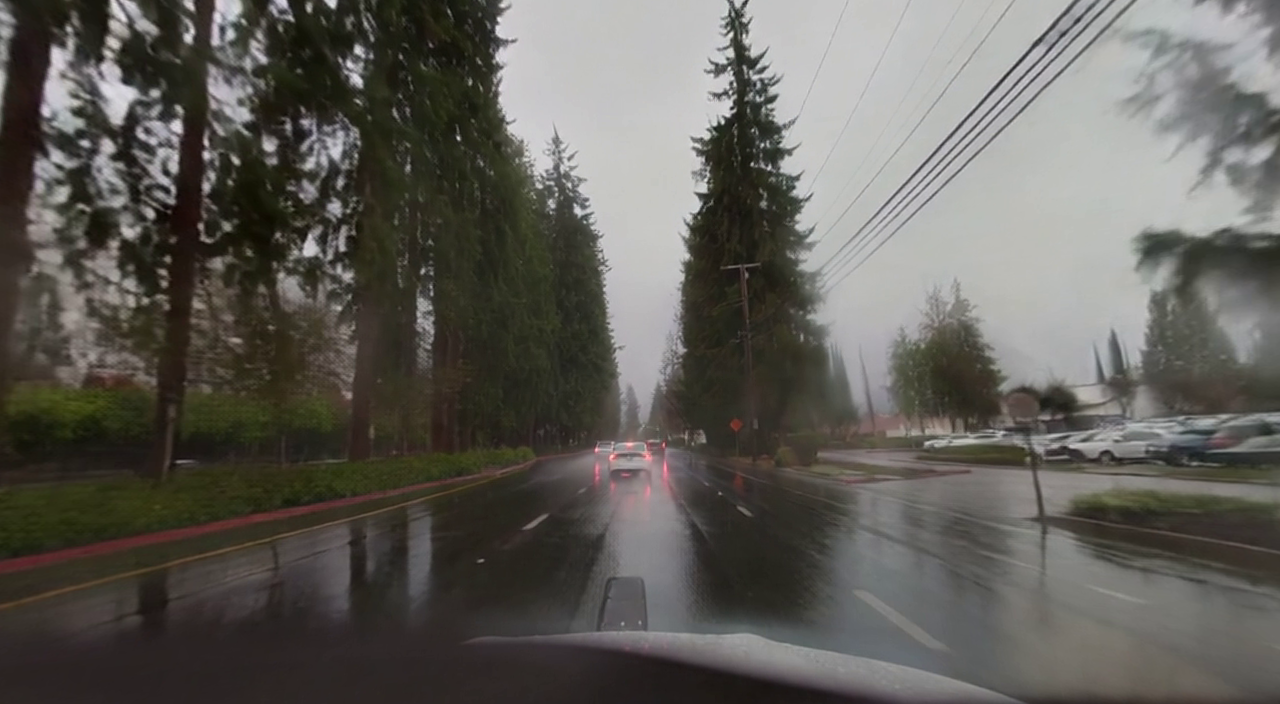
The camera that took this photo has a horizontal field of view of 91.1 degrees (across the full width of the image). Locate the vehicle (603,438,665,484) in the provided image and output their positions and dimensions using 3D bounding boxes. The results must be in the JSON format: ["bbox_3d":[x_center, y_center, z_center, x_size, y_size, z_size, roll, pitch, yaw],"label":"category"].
[{"bbox_3d":[-0.202,3.828,22.366,1.991,1.463,3.988,0,-8,0],"label":"vehicle"}]
